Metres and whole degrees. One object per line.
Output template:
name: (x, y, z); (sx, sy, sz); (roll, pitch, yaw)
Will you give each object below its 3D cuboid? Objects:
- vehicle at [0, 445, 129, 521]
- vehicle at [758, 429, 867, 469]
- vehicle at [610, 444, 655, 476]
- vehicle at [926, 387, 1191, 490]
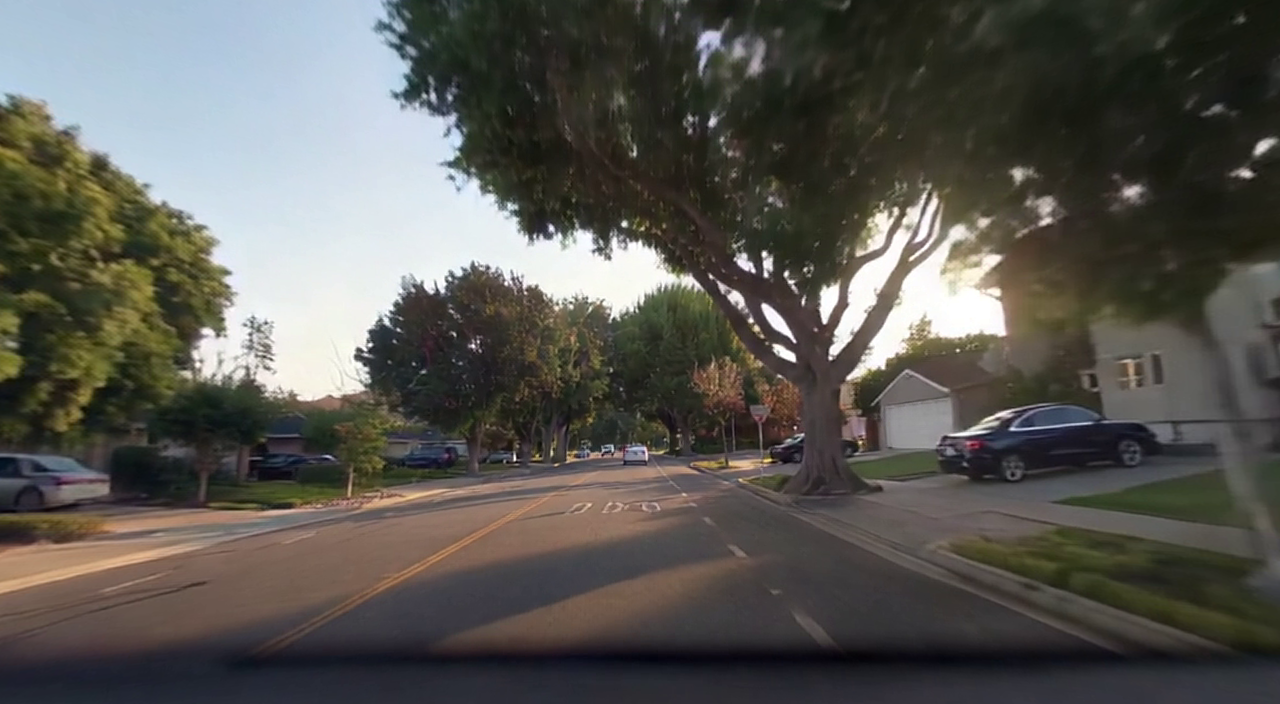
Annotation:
vehicle: (-17.071, 3.494, 17.158); (4.463, 1.917, 1.970); (1, -9, -5)
vehicle: (8.621, 4.880, 31.912); (4.740, 1.467, 2.074); (-5, -9, -3)
vehicle: (-0.361, 5.433, 31.883); (2.098, 1.483, 4.099); (0, -9, 0)
vehicle: (9.545, 2.027, 14.712); (4.634, 1.723, 1.966); (-6, -9, -2)
